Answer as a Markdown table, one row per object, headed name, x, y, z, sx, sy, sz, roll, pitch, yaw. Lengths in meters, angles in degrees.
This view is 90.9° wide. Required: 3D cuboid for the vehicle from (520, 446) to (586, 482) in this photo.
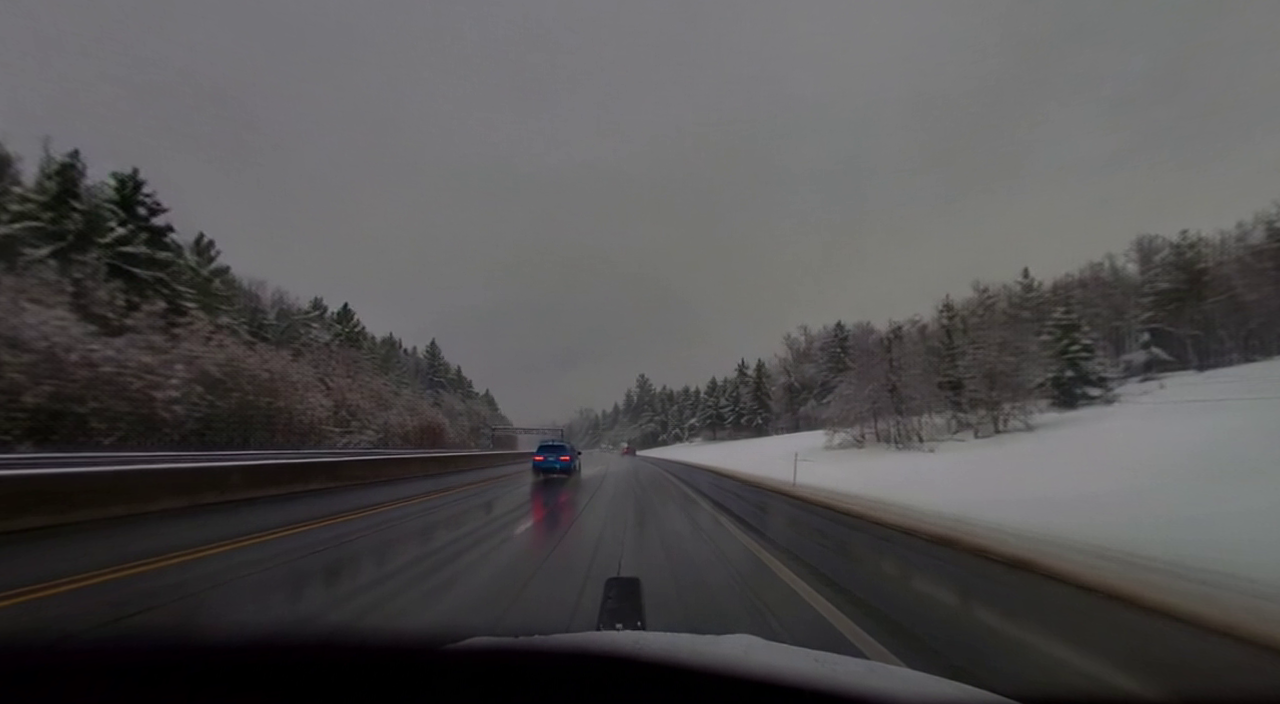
| name | x | y | z | sx | sy | sz | roll | pitch | yaw |
| --- | --- | --- | --- | --- | --- | --- | --- | --- | --- |
| vehicle | -3.646 | 4.823 | 27.303 | 2.126 | 1.411 | 4.433 | 0 | -9 | 1 |
